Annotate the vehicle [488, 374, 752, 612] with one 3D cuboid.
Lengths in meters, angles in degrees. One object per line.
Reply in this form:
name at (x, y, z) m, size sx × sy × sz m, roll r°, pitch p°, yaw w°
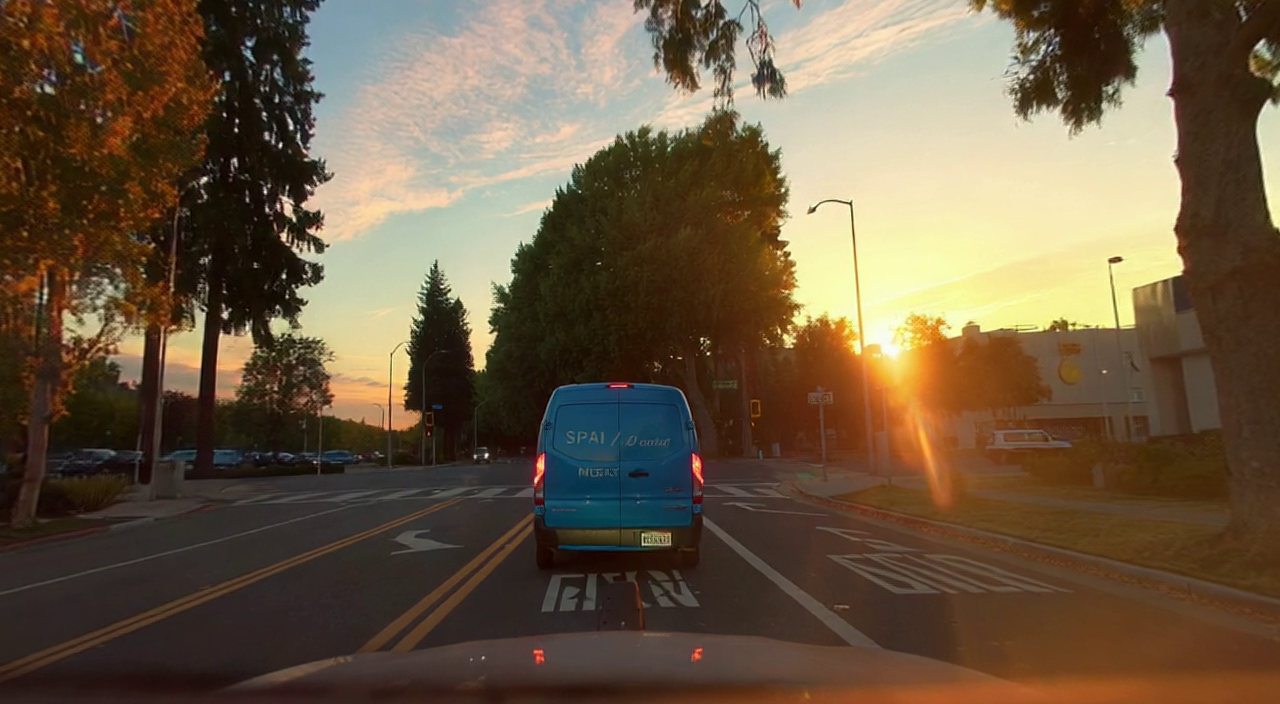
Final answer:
vehicle at (-0.293, 1.466, 7.292) m, size 2.181 × 1.949 × 3.932 m, roll 1°, pitch -9°, yaw -4°
